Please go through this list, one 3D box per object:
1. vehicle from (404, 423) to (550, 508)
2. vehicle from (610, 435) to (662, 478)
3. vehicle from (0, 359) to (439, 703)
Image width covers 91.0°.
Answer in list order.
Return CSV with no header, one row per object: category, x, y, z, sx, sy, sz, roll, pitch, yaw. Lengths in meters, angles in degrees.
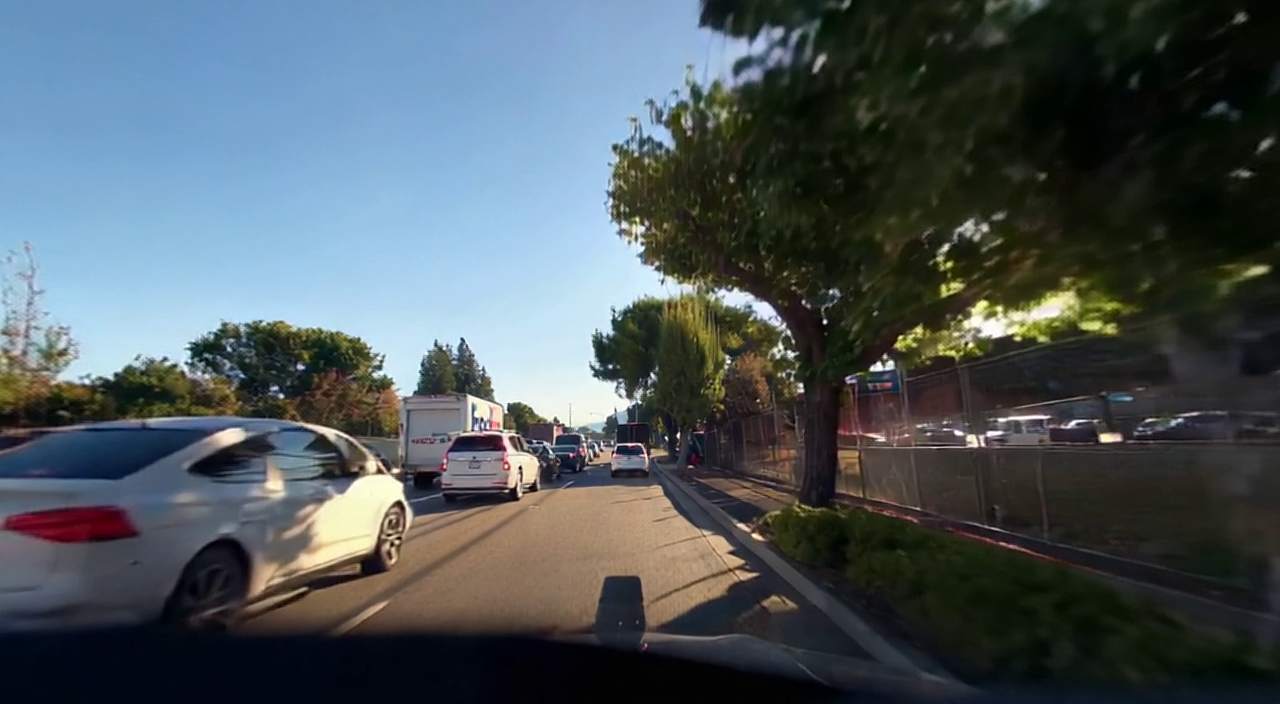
vehicle,-3.843,2.789,15.955,2.263,1.803,4.868,0,-8,2
vehicle,-0.203,4.417,26.890,2.055,1.671,4.147,0,-8,-1
vehicle,-3.416,1.213,4.847,2.057,1.673,4.934,0,-8,1
